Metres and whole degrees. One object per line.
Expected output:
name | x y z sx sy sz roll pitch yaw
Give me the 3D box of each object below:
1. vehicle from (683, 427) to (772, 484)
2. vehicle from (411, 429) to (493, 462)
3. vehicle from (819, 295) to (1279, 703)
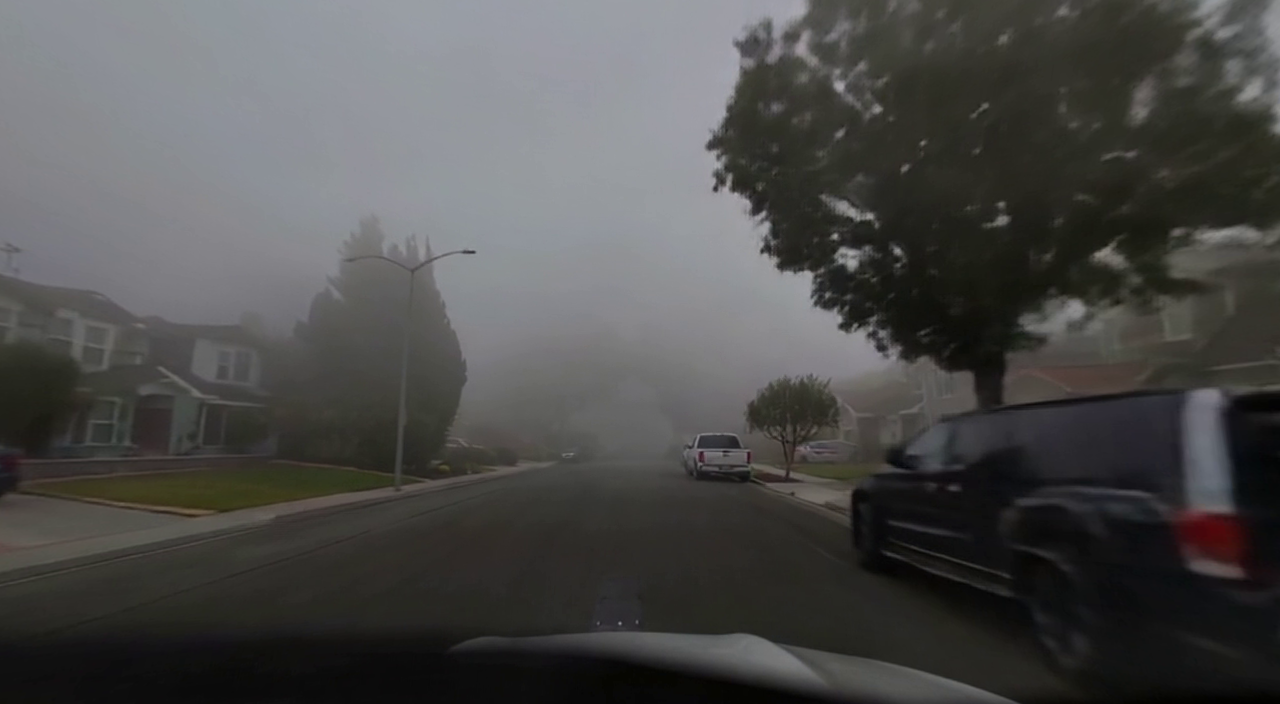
vehicle | 3.711 4.623 28.515 2.952 2.216 7.033 0 -8 0
vehicle | -13.177 6.570 44.337 4.837 1.897 2.228 4 -8 5
vehicle | 3.465 1.134 4.824 2.370 1.905 6.081 0 -8 0
